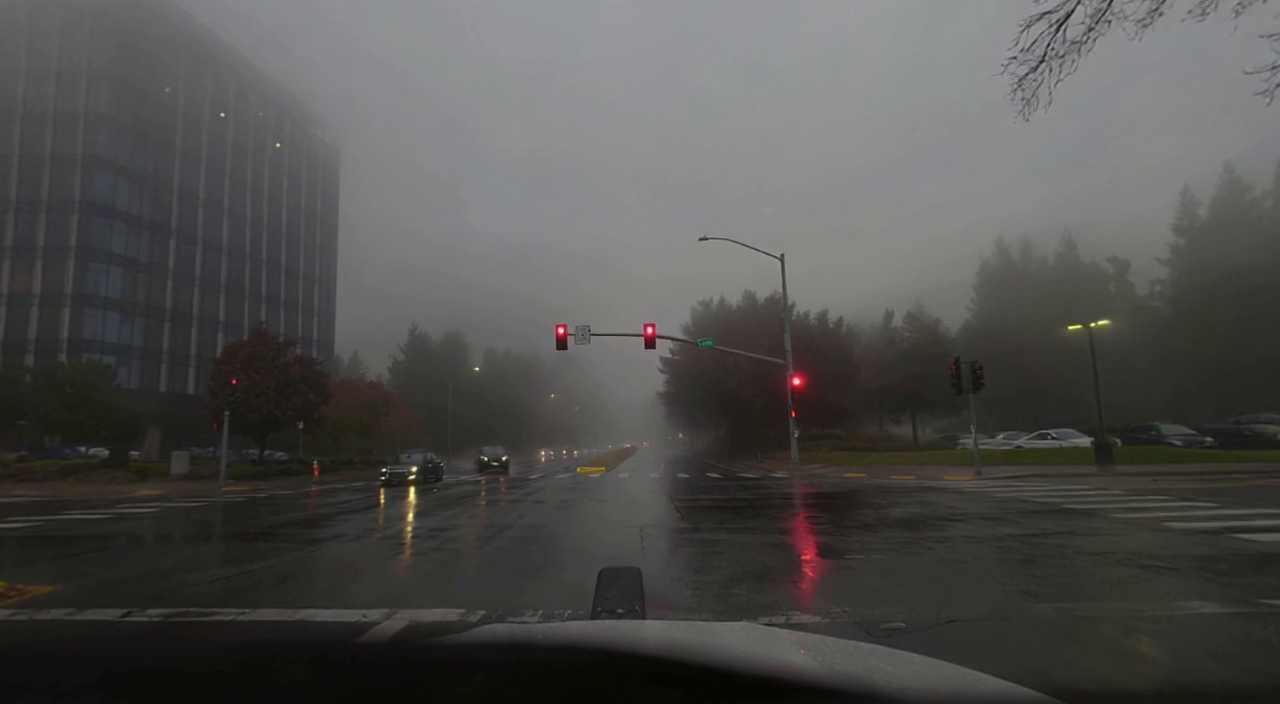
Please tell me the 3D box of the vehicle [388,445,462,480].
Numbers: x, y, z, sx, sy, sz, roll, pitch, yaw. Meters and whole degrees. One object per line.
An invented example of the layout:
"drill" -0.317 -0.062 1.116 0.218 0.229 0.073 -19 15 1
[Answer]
"vehicle" -11.649 5.994 34.459 2.069 1.771 4.947 0 -9 3
